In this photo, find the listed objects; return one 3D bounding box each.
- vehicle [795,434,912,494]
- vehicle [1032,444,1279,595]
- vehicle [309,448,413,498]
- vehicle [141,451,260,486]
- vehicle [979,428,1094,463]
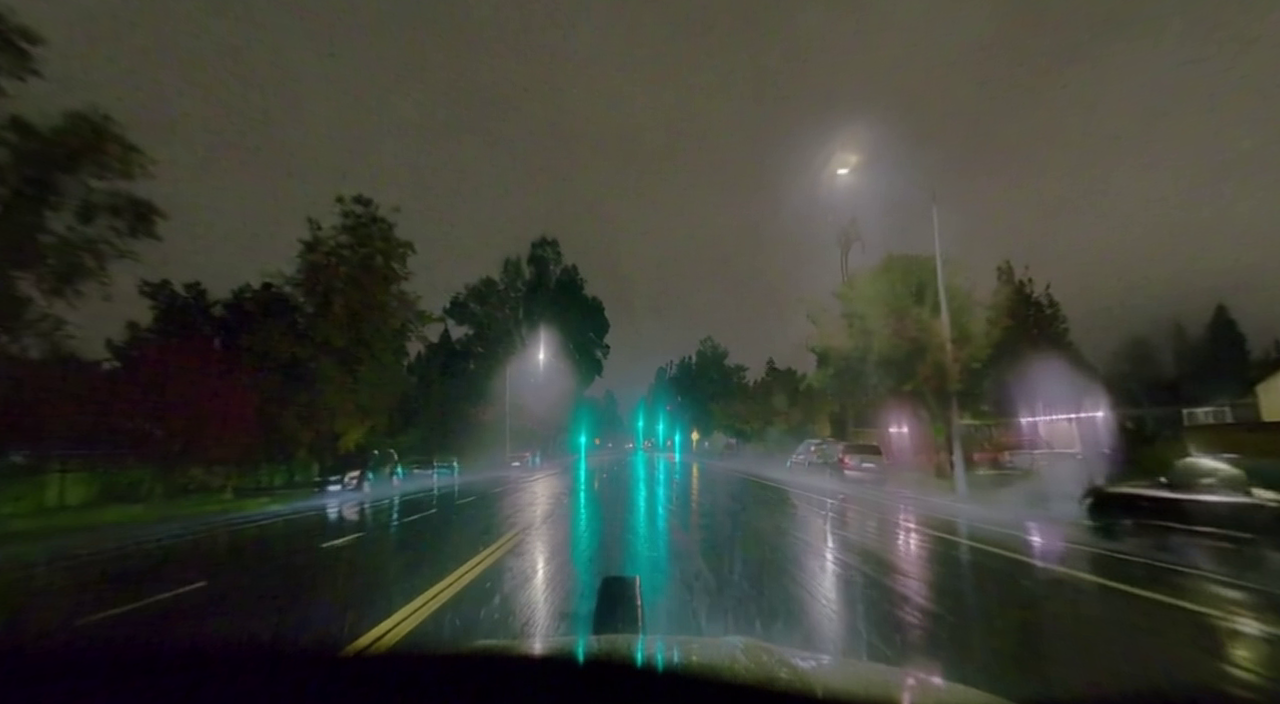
[{"bbox_3d":[7.070,3.754,21.662,2.087,1.762,5.493,0,-8,0],"label":"vehicle"},{"bbox_3d":[7.314,1.873,7.694,1.982,1.479,4.687,0,-9,-1],"label":"vehicle"},{"bbox_3d":[-10.829,4.710,24.994,2.048,1.692,4.635,-2,-9,-1],"label":"vehicle"},{"bbox_3d":[-20.469,5.435,29.563,4.055,1.511,1.898,0,-9,-5],"label":"vehicle"},{"bbox_3d":[20.547,4.873,32.871,4.600,1.757,2.050,0,-9,-2],"label":"vehicle"}]
